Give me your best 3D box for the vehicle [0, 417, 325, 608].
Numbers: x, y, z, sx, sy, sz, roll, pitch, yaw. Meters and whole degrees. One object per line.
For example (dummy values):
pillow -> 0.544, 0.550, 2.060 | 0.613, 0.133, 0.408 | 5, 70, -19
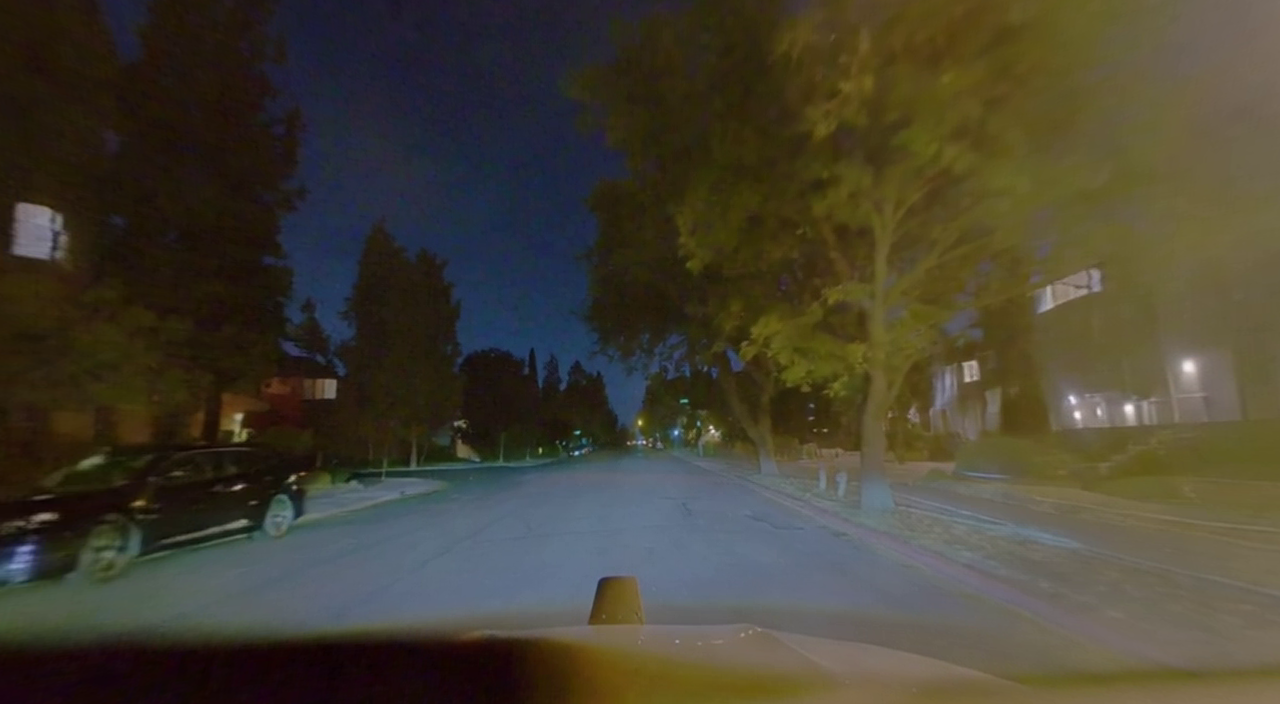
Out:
vehicle -> -6.519, 1.860, 8.440 | 2.078, 1.745, 5.119 | 0, -8, -2
